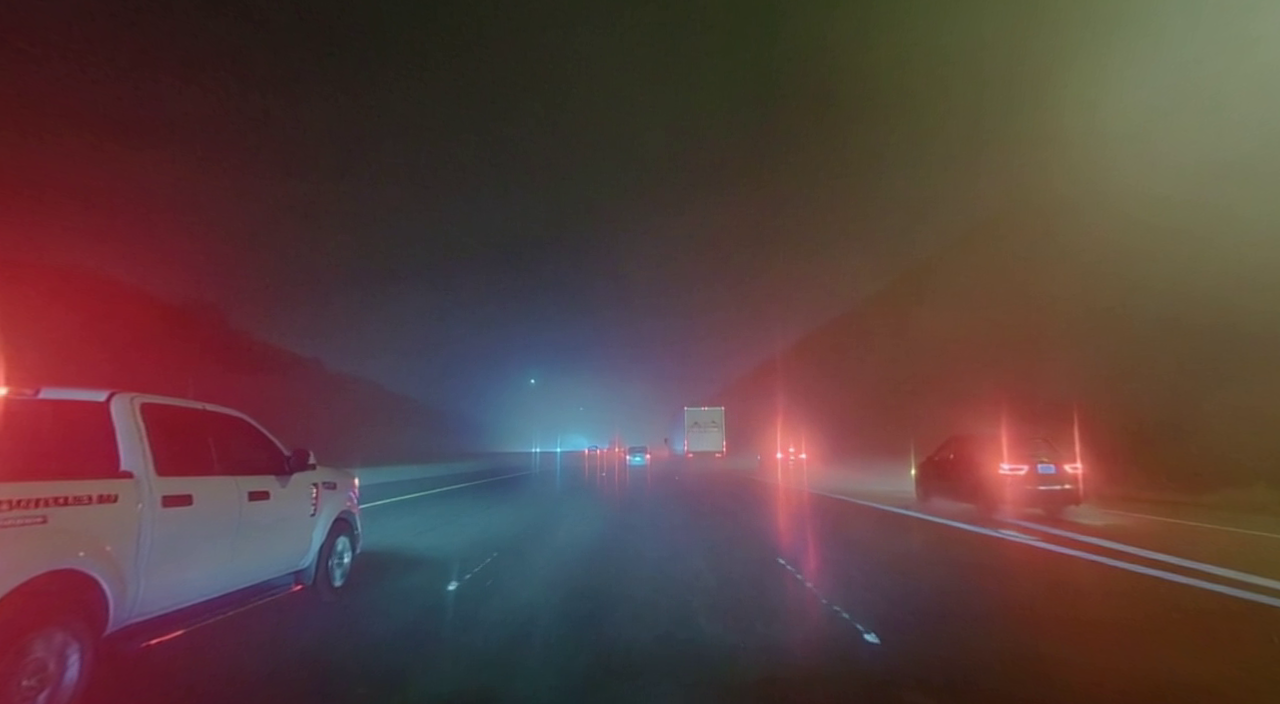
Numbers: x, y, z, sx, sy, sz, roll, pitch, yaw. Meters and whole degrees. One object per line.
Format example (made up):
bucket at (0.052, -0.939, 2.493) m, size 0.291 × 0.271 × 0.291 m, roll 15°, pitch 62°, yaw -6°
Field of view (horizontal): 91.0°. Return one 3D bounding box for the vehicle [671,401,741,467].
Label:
vehicle at (3.918, 5.349, 40.286) m, size 3.130 × 3.607 × 11.129 m, roll 0°, pitch -9°, yaw -1°

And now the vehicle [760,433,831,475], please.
vehicle at (7.233, 4.811, 29.886) m, size 2.143 × 1.775 × 4.729 m, roll 0°, pitch -9°, yaw 0°

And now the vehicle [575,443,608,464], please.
vehicle at (-3.713, 7.881, 48.900) m, size 2.132 × 1.506 × 4.256 m, roll 0°, pitch -9°, yaw 0°

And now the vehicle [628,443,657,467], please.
vehicle at (0.132, 6.921, 42.493) m, size 1.866 × 1.492 × 3.932 m, roll 0°, pitch -9°, yaw -1°

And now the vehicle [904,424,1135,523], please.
vehicle at (7.457, 2.417, 13.072) m, size 2.044 × 1.676 × 4.421 m, roll 0°, pitch -9°, yaw 0°
